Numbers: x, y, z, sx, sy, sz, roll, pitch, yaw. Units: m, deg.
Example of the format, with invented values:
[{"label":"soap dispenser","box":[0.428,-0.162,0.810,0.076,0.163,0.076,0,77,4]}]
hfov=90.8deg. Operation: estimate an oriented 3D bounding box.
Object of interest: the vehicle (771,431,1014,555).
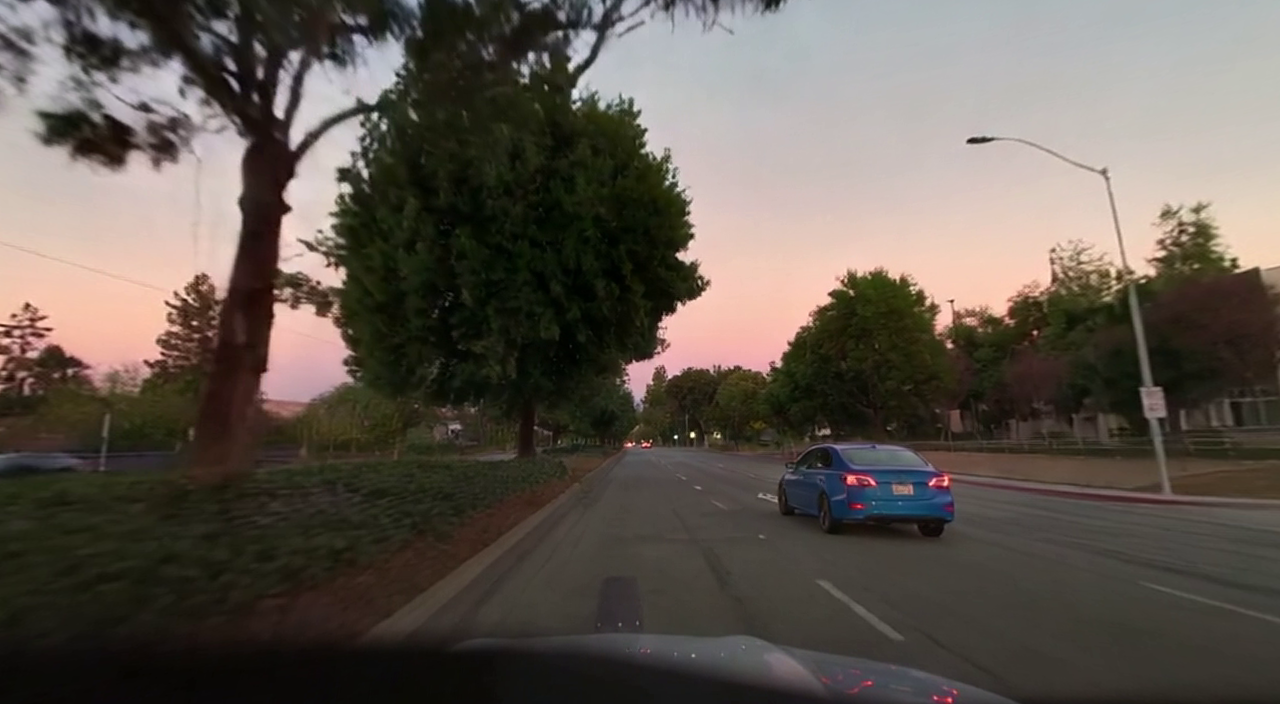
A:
[{"label":"vehicle","box":[3.515,2.025,9.843,1.950,1.473,4.259,0,-8,-1]}]

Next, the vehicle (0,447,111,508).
[{"label":"vehicle","box":[-16.680,3.204,16.286,1.921,1.466,4.804,0,-8,0]}]
